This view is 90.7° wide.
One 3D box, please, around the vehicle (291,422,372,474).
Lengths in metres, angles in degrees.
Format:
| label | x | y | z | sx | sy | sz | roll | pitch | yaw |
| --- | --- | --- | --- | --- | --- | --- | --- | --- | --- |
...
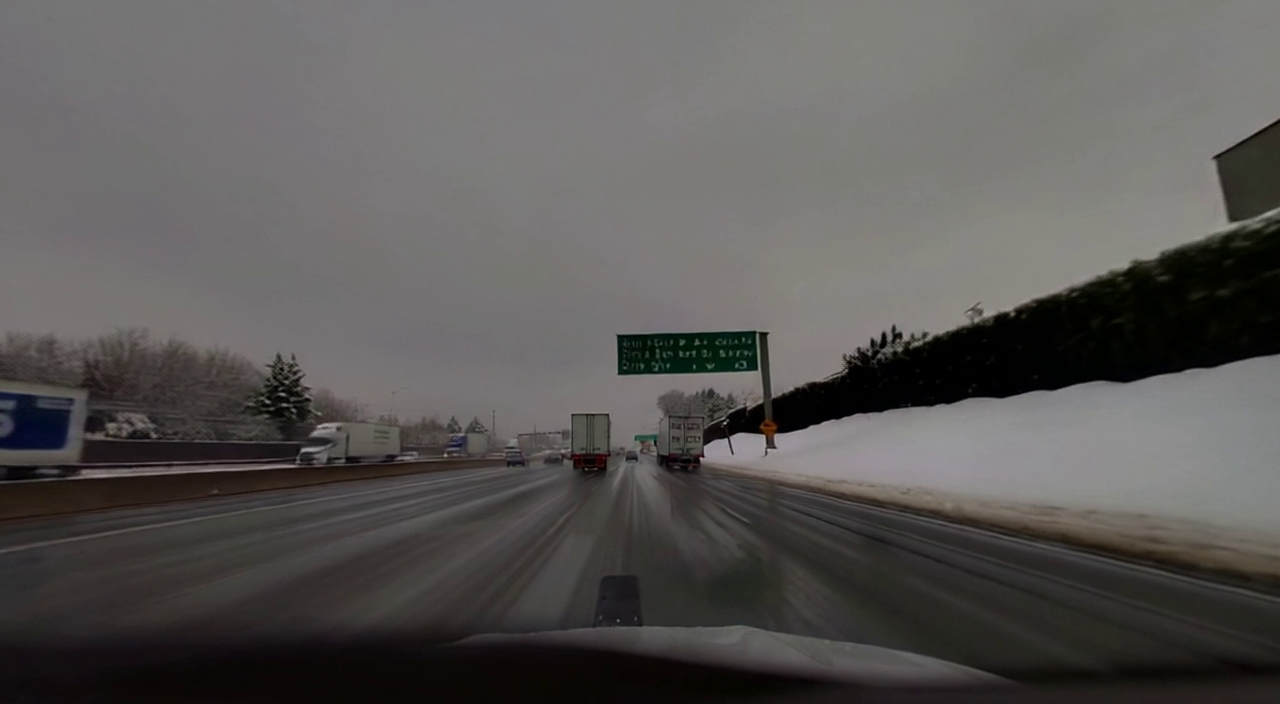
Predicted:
| label | x | y | z | sx | sy | sz | roll | pitch | yaw |
| --- | --- | --- | --- | --- | --- | --- | --- | --- | --- |
| vehicle | -23.425 | 7.332 | 48.427 | 3.021 | 3.620 | 6.267 | 0 | -9 | -1 |

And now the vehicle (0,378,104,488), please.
| label | x | y | z | sx | sy | sz | roll | pitch | yaw |
| --- | --- | --- | --- | --- | --- | --- | --- | --- | --- |
| vehicle | -23.375 | 2.406 | 19.318 | 2.759 | 3.747 | 13.134 | 0 | -9 | -1 |

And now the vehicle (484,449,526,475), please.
| label | x | y | z | sx | sy | sz | roll | pitch | yaw |
| --- | --- | --- | --- | --- | --- | --- | --- | --- | --- |
| vehicle | -9.175 | 7.489 | 43.439 | 2.132 | 1.679 | 4.045 | 0 | -9 | -2 |
